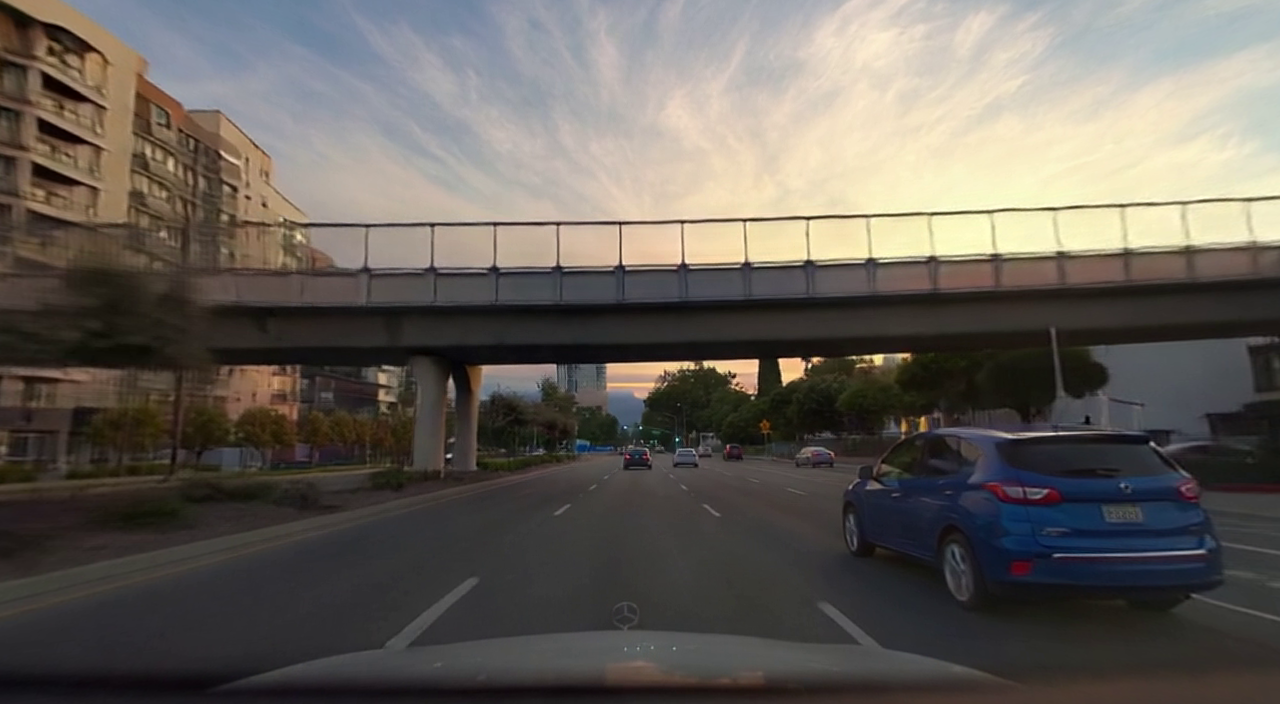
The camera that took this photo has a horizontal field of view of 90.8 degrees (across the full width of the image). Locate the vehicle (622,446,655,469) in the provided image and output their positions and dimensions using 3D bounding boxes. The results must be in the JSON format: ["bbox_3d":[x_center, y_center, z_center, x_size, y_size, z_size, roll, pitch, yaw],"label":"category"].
[{"bbox_3d":[-0.089,7.400,44.553,2.173,1.498,4.528,0,-9,0],"label":"vehicle"}]

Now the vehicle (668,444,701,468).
[{"bbox_3d":[3.364,7.913,48.233,2.165,1.708,3.928,0,-9,-1],"label":"vehicle"}]

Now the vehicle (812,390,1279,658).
[{"bbox_3d":[3.493,1.477,6.554,2.130,1.741,4.665,0,-9,1],"label":"vehicle"}]

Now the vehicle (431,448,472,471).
[{"bbox_3d":[-14.122,8.062,47.535,1.812,1.511,4.123,-1,-7,0],"label":"vehicle"}]
